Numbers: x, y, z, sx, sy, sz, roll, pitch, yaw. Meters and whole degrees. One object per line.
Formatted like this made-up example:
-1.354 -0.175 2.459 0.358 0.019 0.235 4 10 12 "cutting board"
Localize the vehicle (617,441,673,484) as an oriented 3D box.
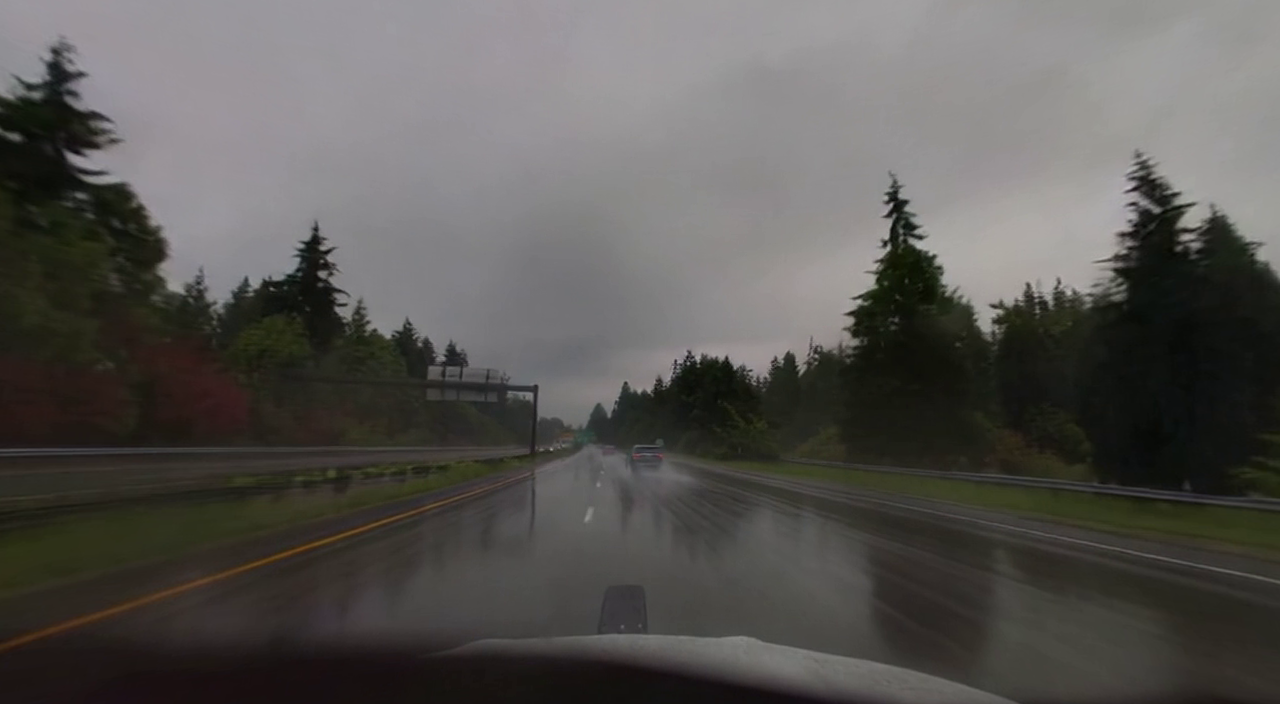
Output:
0.113 4.421 25.471 2.011 1.590 3.607 1 -9 -4 "vehicle"
